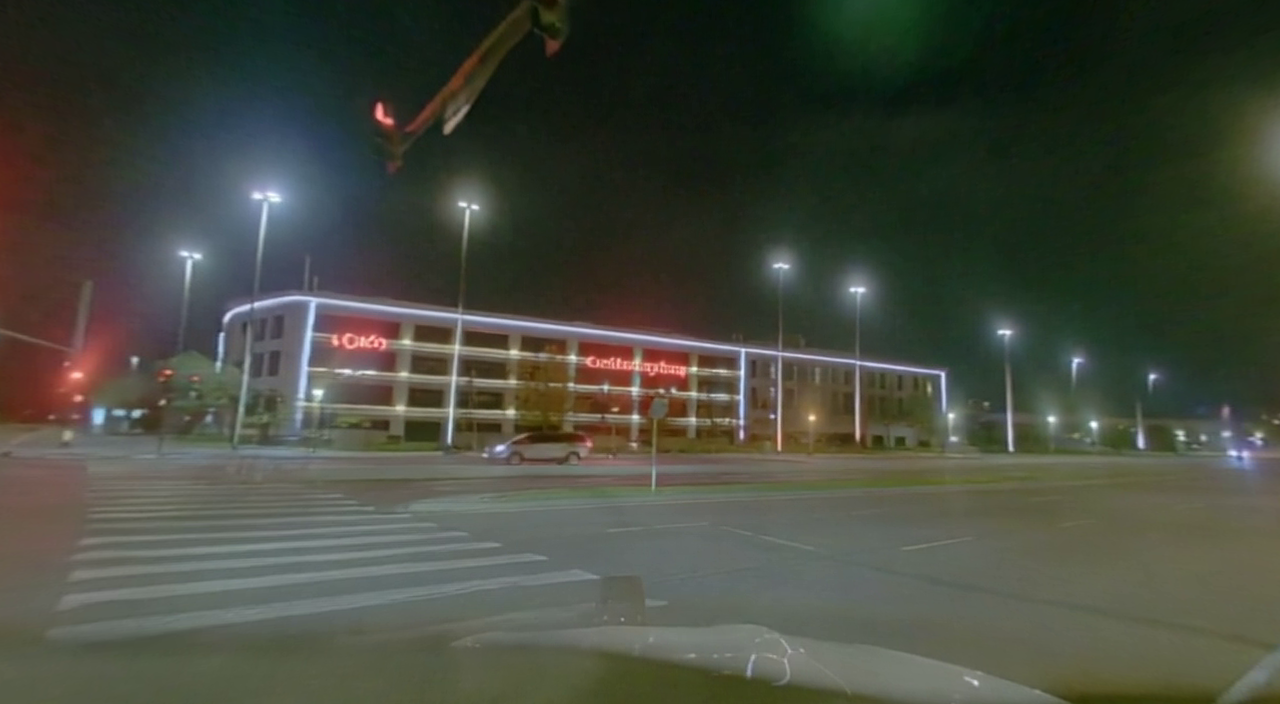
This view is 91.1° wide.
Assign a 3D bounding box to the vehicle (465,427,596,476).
[{"bbox_3d":[-4.282,3.960,25.036,4.713,1.775,2.030,7,-11,-37],"label":"vehicle"}]
